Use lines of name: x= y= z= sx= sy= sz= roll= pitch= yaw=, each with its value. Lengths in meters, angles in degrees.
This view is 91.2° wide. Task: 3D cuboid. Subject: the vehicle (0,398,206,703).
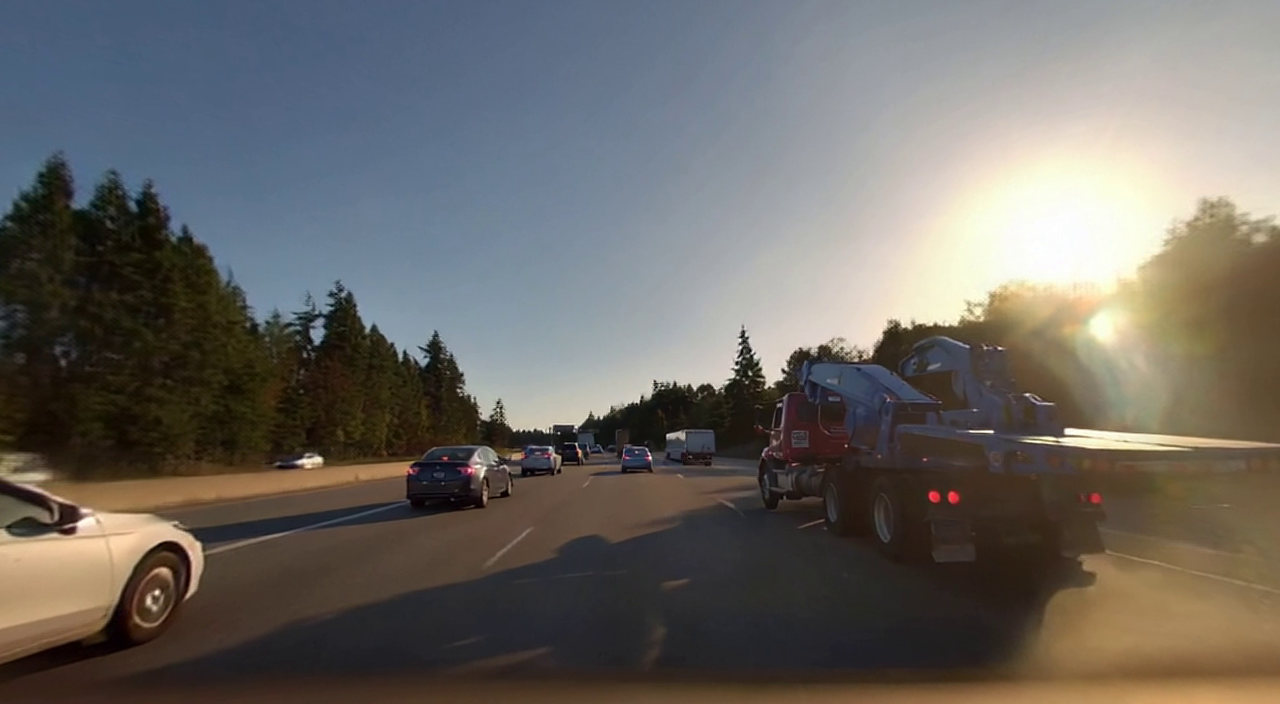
vehicle: x=-4.171 y=0.917 z=2.460 sx=1.978 sy=1.556 sz=4.119 roll=0 pitch=-9 yaw=0

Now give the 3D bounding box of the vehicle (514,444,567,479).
vehicle: x=-4.591 y=5.111 z=29.444 sx=1.858 sy=1.527 sz=3.974 roll=0 pitch=-9 yaw=0

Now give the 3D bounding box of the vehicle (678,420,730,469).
vehicle: x=3.955 y=5.982 z=40.194 sx=2.416 sy=2.829 sz=7.016 roll=0 pitch=-9 yaw=-2

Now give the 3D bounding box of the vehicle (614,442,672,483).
vehicle: x=0.049 y=4.458 z=25.434 sx=2.150 sy=1.498 sz=3.988 roll=0 pitch=-9 yaw=-1

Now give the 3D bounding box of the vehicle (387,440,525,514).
vehicle: x=-4.238 y=2.946 z=15.328 sx=1.880 sy=1.507 sz=4.757 roll=0 pitch=-9 yaw=0

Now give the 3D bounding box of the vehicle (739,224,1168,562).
vehicle: x=3.936 y=1.016 z=10.911 sx=2.975 sy=3.618 sz=8.456 roll=0 pitch=-9 yaw=0

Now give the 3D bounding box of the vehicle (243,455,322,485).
vehicle: x=-20.498 y=6.768 z=36.170 sx=1.914 sy=1.521 sz=4.472 roll=0 pitch=-9 yaw=-1

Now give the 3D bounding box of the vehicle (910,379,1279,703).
vehicle: x=4.062 y=1.047 z=3.414 sx=2.599 sy=1.631 sz=5.693 roll=0 pitch=-9 yaw=-1
